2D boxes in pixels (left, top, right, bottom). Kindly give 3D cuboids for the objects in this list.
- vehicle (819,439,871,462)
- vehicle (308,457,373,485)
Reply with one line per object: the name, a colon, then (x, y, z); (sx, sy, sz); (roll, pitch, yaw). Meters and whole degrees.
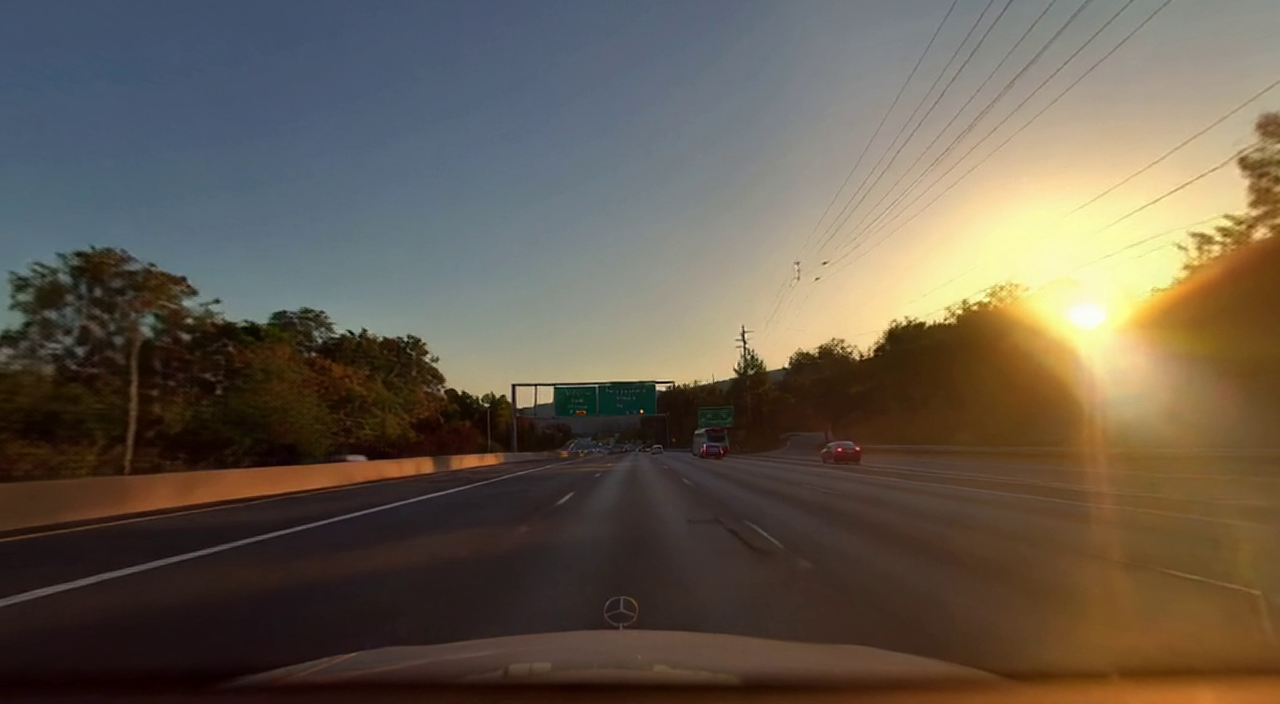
vehicle: (14.590, 7.049, 45.108); (2.089, 1.484, 4.573); (0, -8, -1)
vehicle: (-18.662, 7.390, 39.404); (1.897, 1.515, 4.506); (-2, -8, 0)
